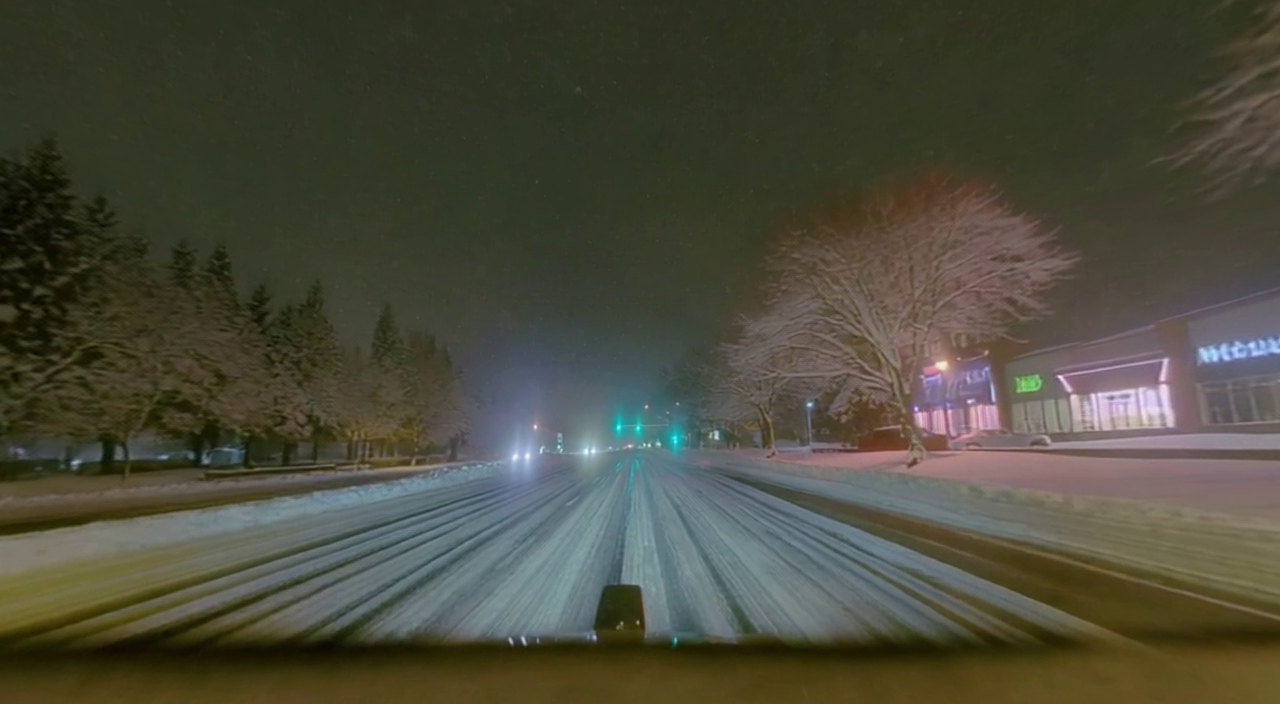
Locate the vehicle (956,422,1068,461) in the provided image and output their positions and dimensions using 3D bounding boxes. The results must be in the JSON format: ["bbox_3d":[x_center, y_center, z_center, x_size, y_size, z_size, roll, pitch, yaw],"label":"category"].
[{"bbox_3d":[23.300,5.613,39.720,5.460,1.980,2.188,-5,-8,1],"label":"vehicle"}]
